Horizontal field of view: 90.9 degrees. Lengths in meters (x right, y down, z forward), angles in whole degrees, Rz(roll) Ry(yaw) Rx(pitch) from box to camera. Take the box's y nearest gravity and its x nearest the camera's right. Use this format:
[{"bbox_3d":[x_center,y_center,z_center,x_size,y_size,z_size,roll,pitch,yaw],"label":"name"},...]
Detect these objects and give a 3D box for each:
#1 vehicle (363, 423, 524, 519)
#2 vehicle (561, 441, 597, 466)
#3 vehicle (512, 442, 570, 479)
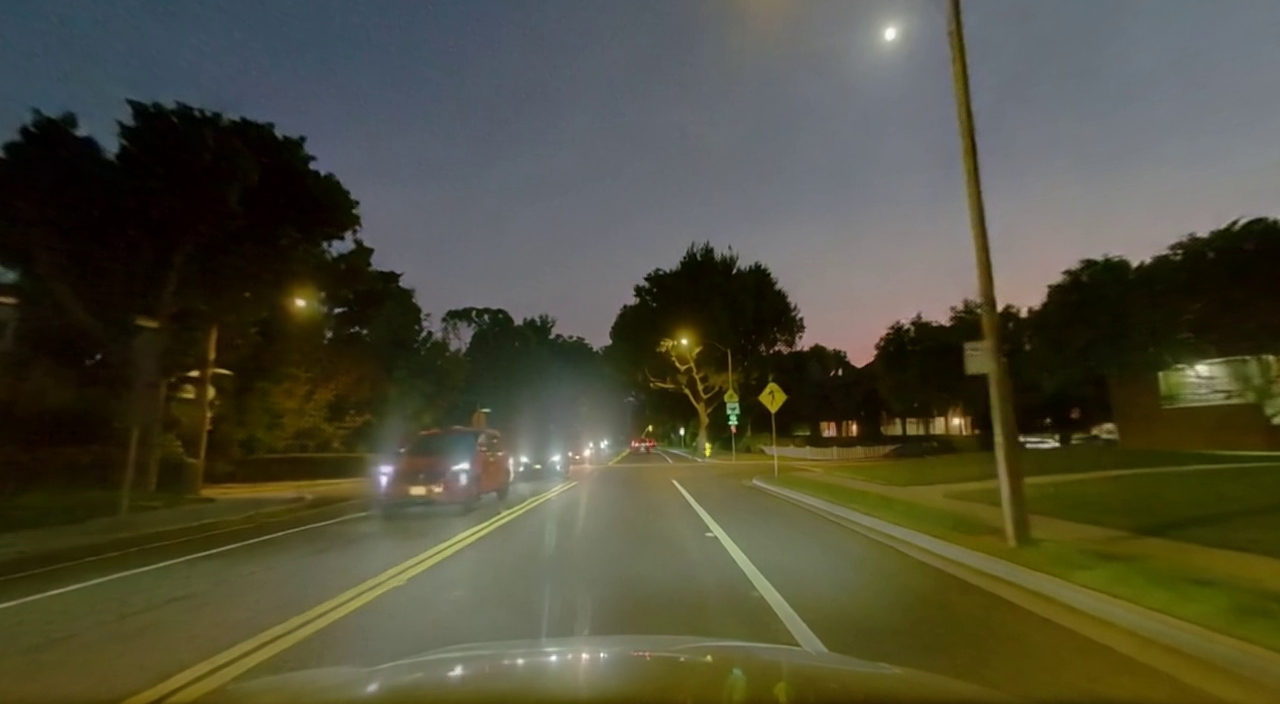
[{"bbox_3d":[-4.236,2.638,14.579,2.134,1.821,4.719,0,-8,1],"label":"vehicle"},{"bbox_3d":[-4.018,6.727,41.990,1.979,1.532,4.212,0,-8,0],"label":"vehicle"},{"bbox_3d":[-4.268,4.704,27.766,1.862,1.491,4.266,0,-8,0],"label":"vehicle"}]
